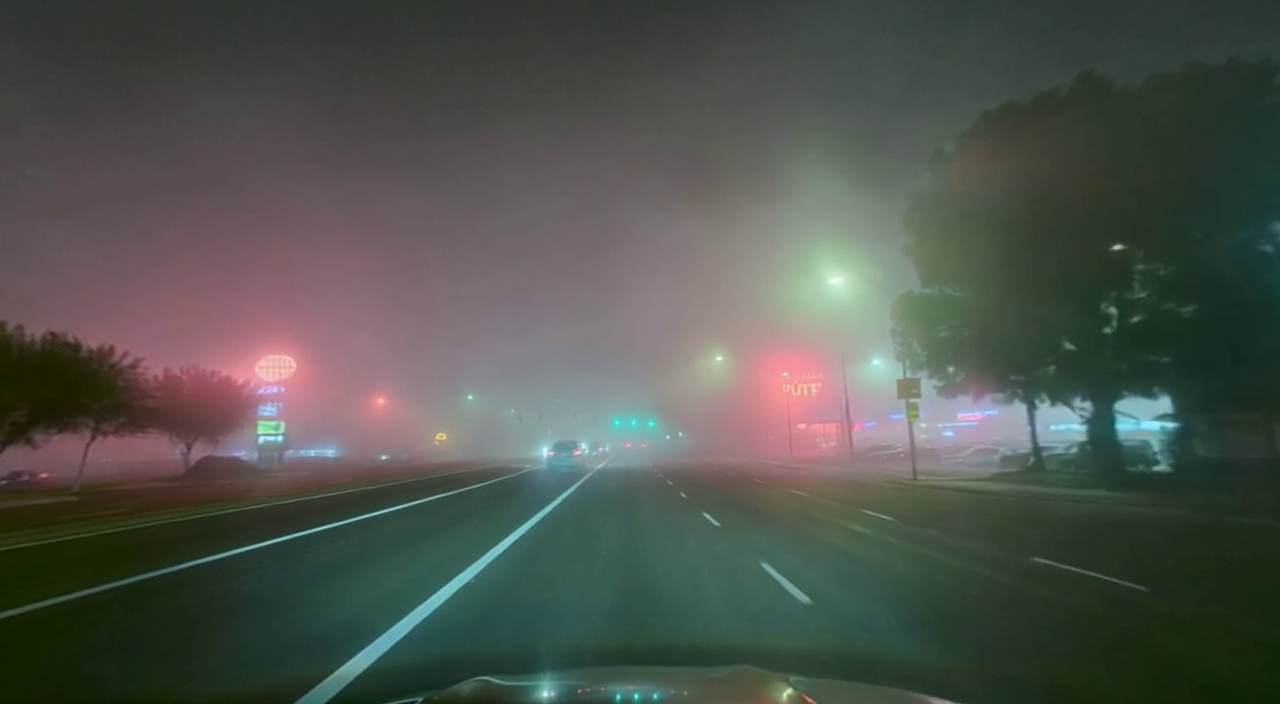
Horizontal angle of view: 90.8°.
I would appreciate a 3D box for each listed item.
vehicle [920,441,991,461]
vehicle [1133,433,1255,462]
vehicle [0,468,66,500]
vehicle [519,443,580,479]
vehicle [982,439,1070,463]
[{"bbox_3d":[24.821,7.772,49.852,4.799,1.497,1.952,-4,-9,22],"label":"vehicle"},{"bbox_3d":[30.284,5.265,34.702,4.522,1.517,1.943,-4,-9,23],"label":"vehicle"},{"bbox_3d":[-43.919,9.386,45.138,1.924,1.972,4.181,0,-8,-3],"label":"vehicle"},{"bbox_3d":[-4.008,4.880,28.675,2.097,1.497,4.571,0,-8,0],"label":"vehicle"},{"bbox_3d":[24.718,6.360,40.645,4.554,1.470,2.020,-4,-9,24],"label":"vehicle"}]
